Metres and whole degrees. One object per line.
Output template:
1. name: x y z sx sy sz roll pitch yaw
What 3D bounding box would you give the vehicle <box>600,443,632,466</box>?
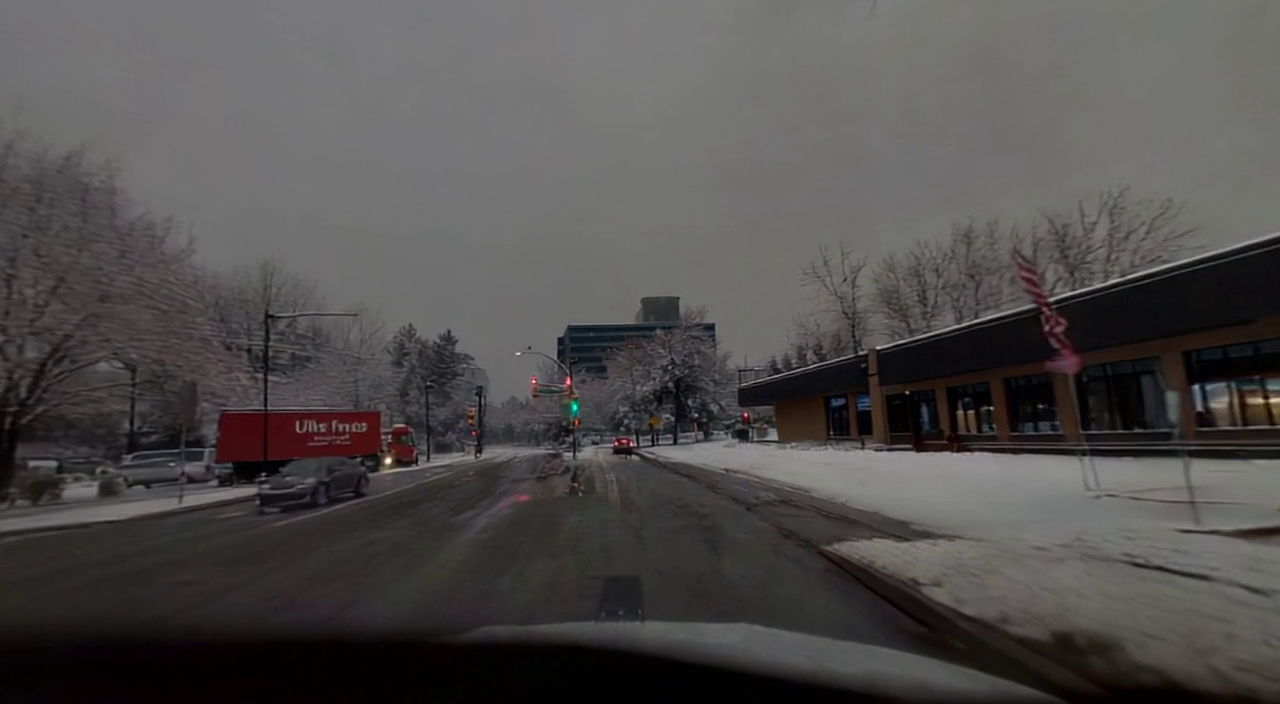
1. vehicle: -1.588 6.973 43.085 2.006 1.470 3.799 0 -8 -1

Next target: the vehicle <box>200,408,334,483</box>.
1. vehicle: -21.576 5.490 37.061 3.045 3.961 6.104 -3 -9 16

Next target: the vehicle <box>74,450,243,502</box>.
1. vehicle: -18.047 4.602 24.011 2.101 1.721 4.587 -3 -9 18

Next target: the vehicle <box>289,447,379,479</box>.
1. vehicle: -17.728 6.425 36.922 1.988 1.762 4.653 -3 -9 17
